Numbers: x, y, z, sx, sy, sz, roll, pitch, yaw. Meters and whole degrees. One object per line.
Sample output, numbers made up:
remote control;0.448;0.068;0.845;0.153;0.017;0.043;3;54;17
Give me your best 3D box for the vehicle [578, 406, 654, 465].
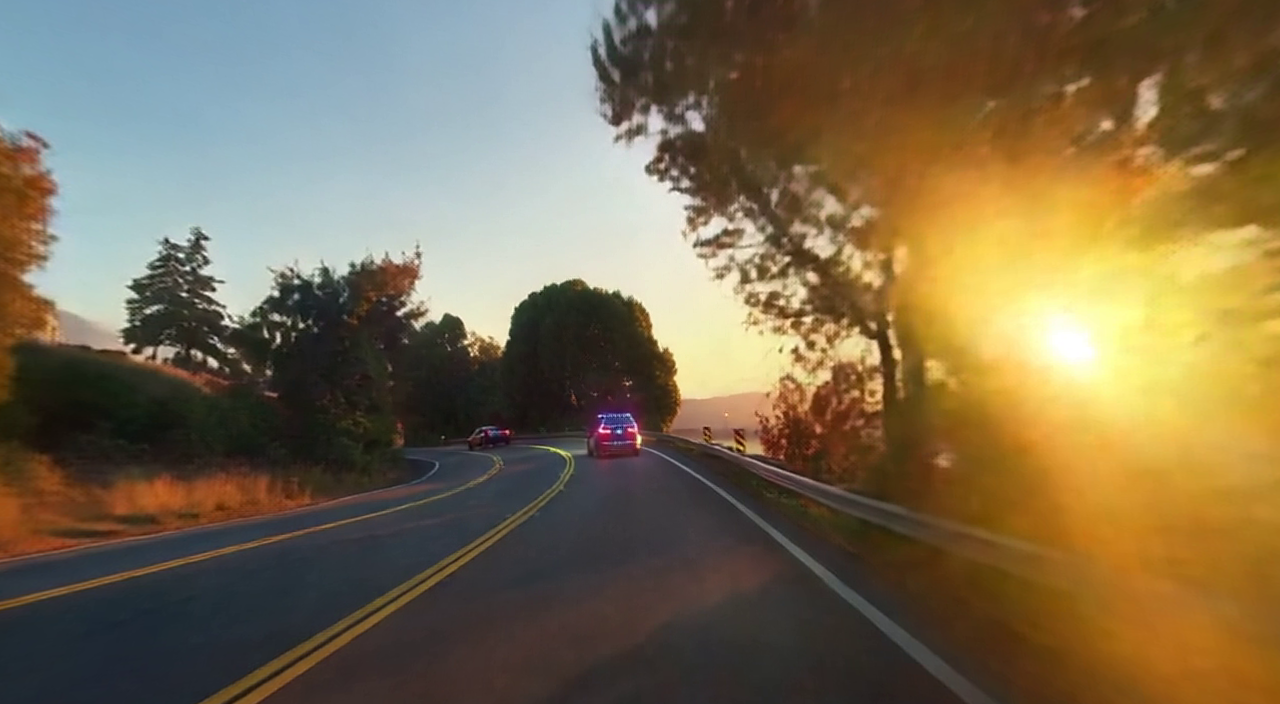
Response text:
vehicle;-1.176;3.501;26.252;2.500;1.961;5.637;-5;-8;-8
